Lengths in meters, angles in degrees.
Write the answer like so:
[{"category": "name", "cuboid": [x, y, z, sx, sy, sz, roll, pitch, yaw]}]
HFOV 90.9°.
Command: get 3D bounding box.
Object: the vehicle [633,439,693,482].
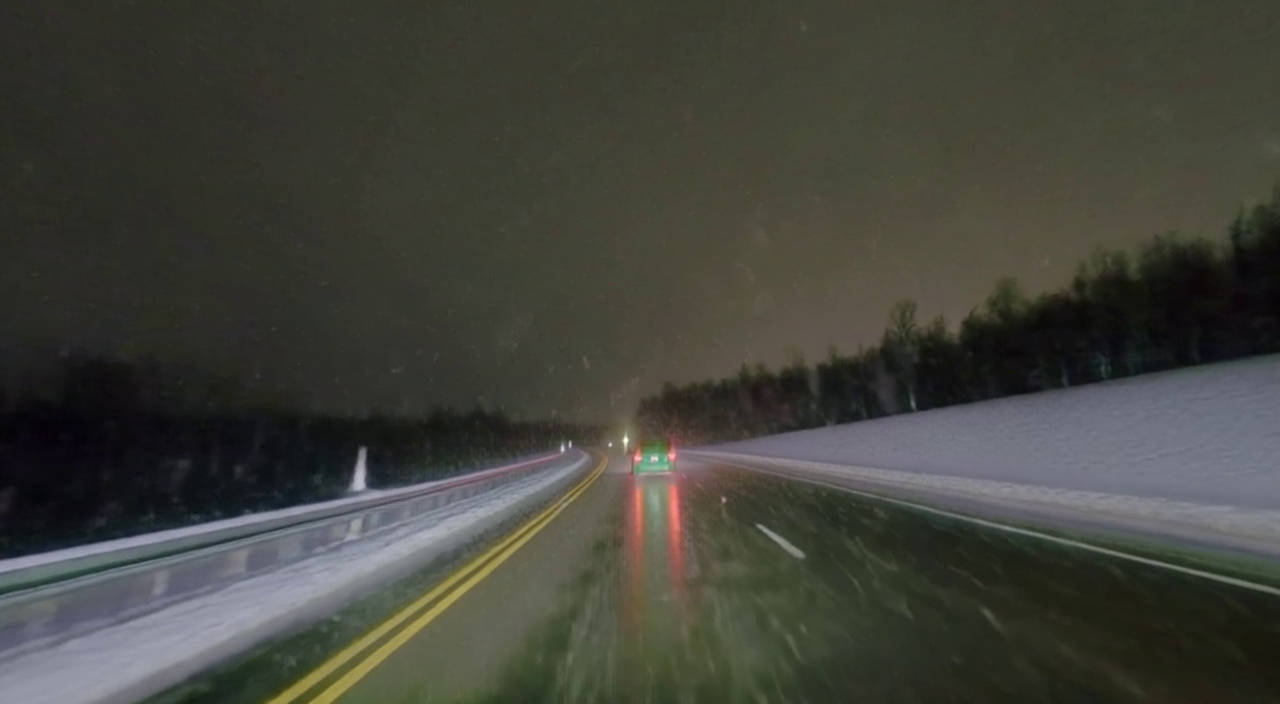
[{"category": "vehicle", "cuboid": [0.777, 4.110, 24.254, 2.029, 1.474, 4.183, 0, -8, -2]}]
